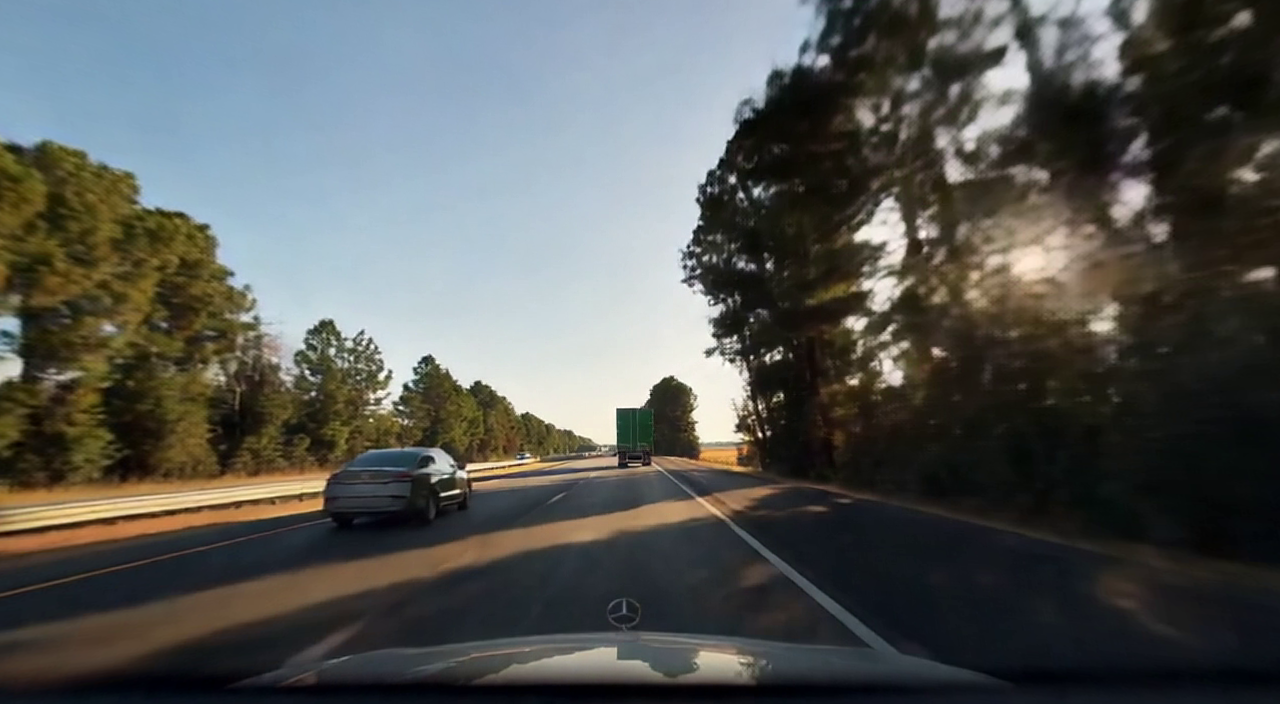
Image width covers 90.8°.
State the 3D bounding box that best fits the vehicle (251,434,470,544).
[{"bbox_3d":[-4.377,2.191,10.653,1.937,1.493,3.779,0,-9,0],"label":"vehicle"}]
